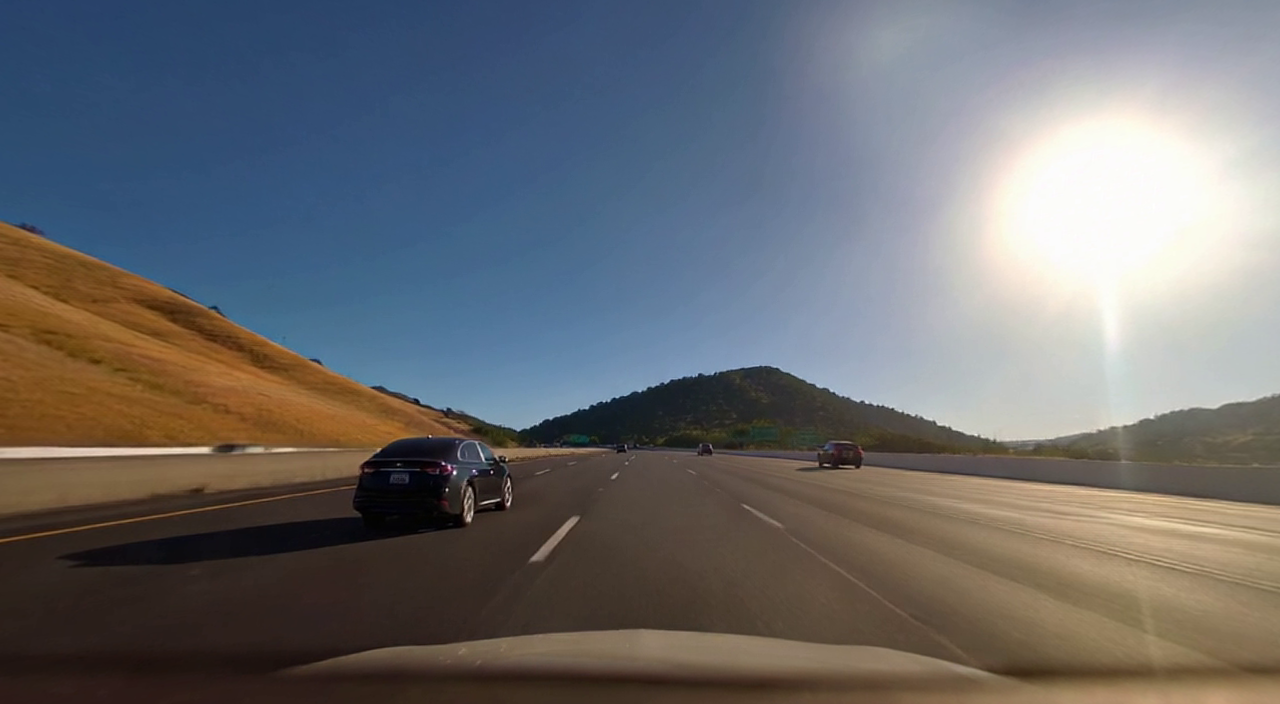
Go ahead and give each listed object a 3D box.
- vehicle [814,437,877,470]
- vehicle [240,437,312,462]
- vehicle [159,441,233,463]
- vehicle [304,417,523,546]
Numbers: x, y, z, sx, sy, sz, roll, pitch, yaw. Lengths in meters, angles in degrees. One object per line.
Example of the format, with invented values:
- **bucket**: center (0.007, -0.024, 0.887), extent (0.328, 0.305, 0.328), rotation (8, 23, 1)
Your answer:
- **vehicle**: center (11.605, 5.727, 35.753), extent (2.062, 1.736, 4.589), rotation (0, -8, 0)
- **vehicle**: center (-28.598, 7.664, 49.556), extent (2.173, 1.849, 5.682), rotation (0, -8, 1)
- **vehicle**: center (-32.824, 7.369, 46.594), extent (2.005, 1.519, 4.736), rotation (0, -8, 0)
- **vehicle**: center (-3.224, 1.921, 9.916), extent (1.967, 1.615, 3.886), rotation (0, -8, 0)
